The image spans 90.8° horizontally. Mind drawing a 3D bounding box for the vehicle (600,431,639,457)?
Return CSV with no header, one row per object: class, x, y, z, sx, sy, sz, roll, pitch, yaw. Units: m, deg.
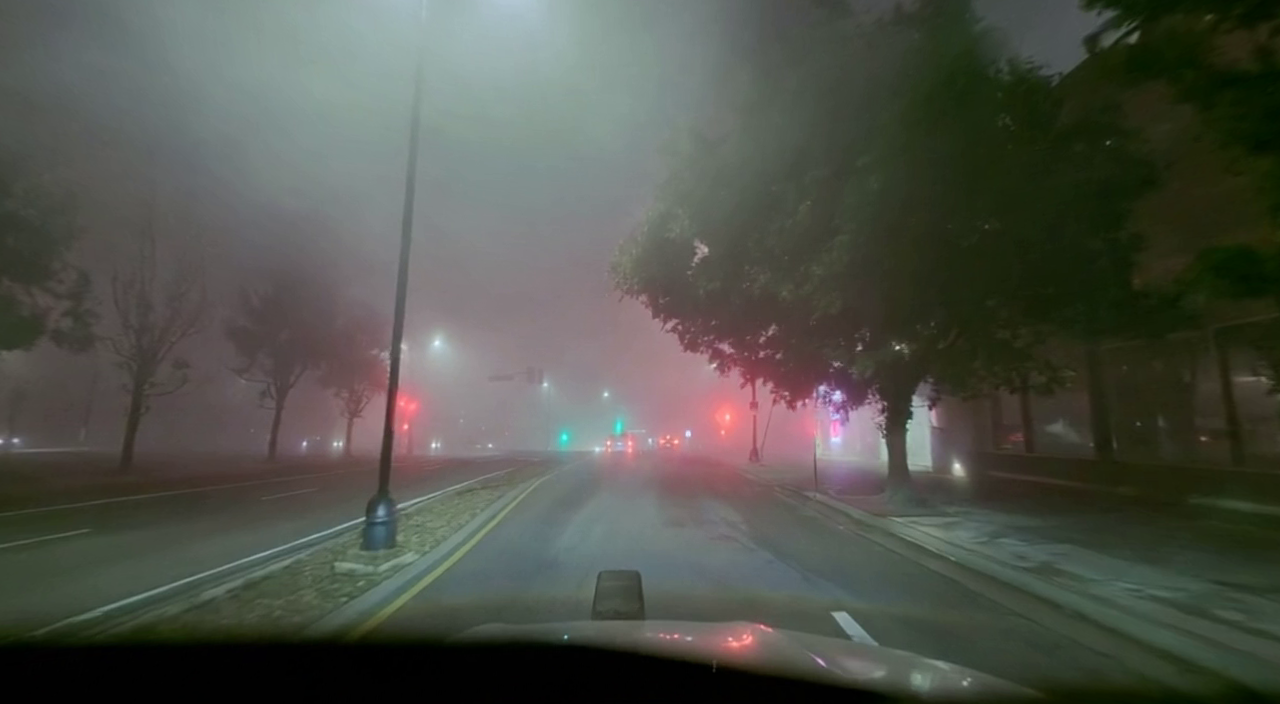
vehicle,-1.205,5.690,38.975,2.173,1.479,4.264,0,-9,2
